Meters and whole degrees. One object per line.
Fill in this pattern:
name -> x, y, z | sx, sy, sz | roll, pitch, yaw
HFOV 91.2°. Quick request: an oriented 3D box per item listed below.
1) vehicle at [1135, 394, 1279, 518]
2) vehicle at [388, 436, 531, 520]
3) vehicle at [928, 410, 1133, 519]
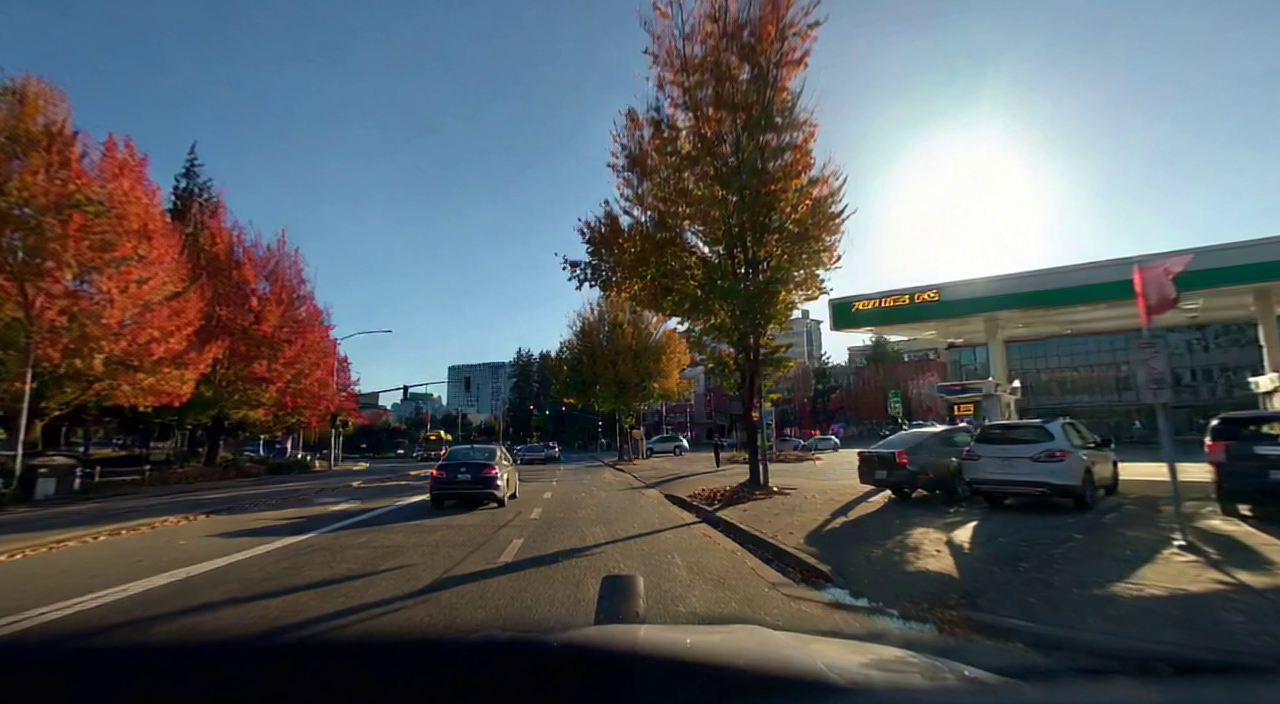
vehicle -> 9.624, 1.553, 9.682 | 4.986, 1.521, 2.202 | 7, -12, -43
vehicle -> -3.636, 2.602, 13.485 | 2.092, 1.507, 4.078 | 0, -9, -4
vehicle -> 7.378, 2.012, 11.652 | 4.481, 1.610, 2.048 | 7, -12, -43
